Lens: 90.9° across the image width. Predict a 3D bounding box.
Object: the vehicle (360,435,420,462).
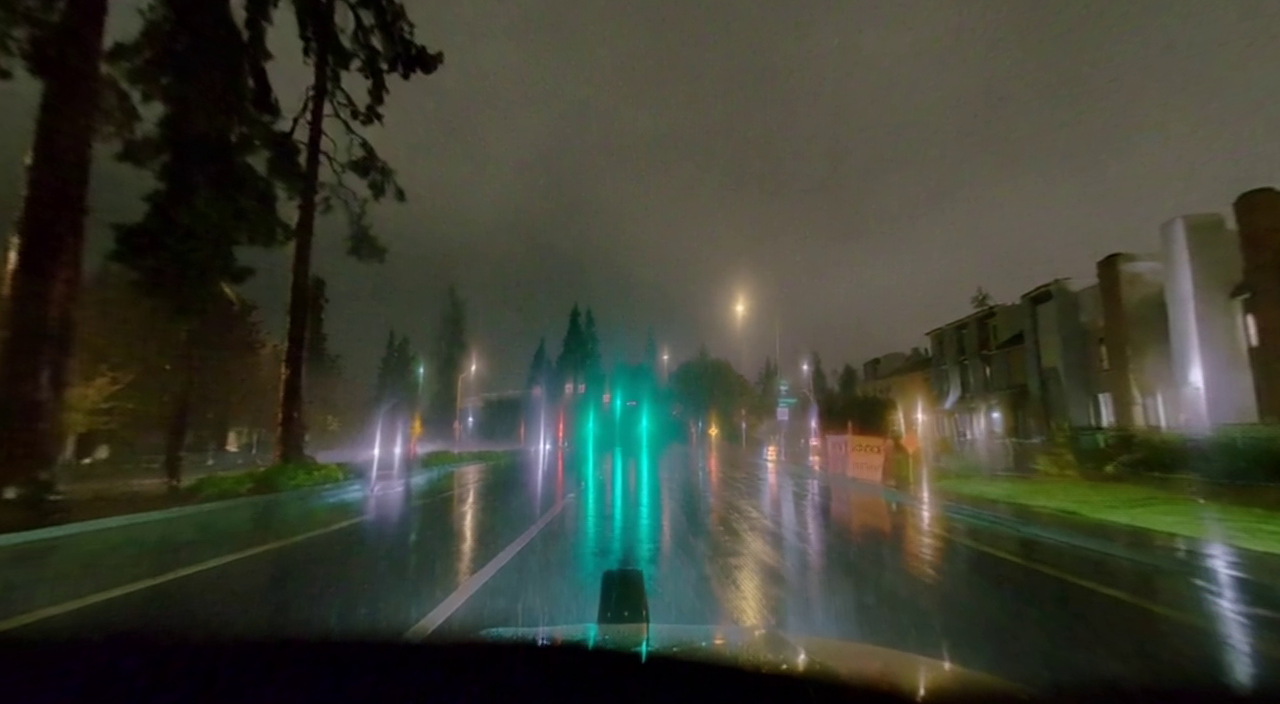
[{"bbox_3d":[-16.671,6.430,42.263,2.006,1.694,4.351,-1,-8,4],"label":"vehicle"}]
